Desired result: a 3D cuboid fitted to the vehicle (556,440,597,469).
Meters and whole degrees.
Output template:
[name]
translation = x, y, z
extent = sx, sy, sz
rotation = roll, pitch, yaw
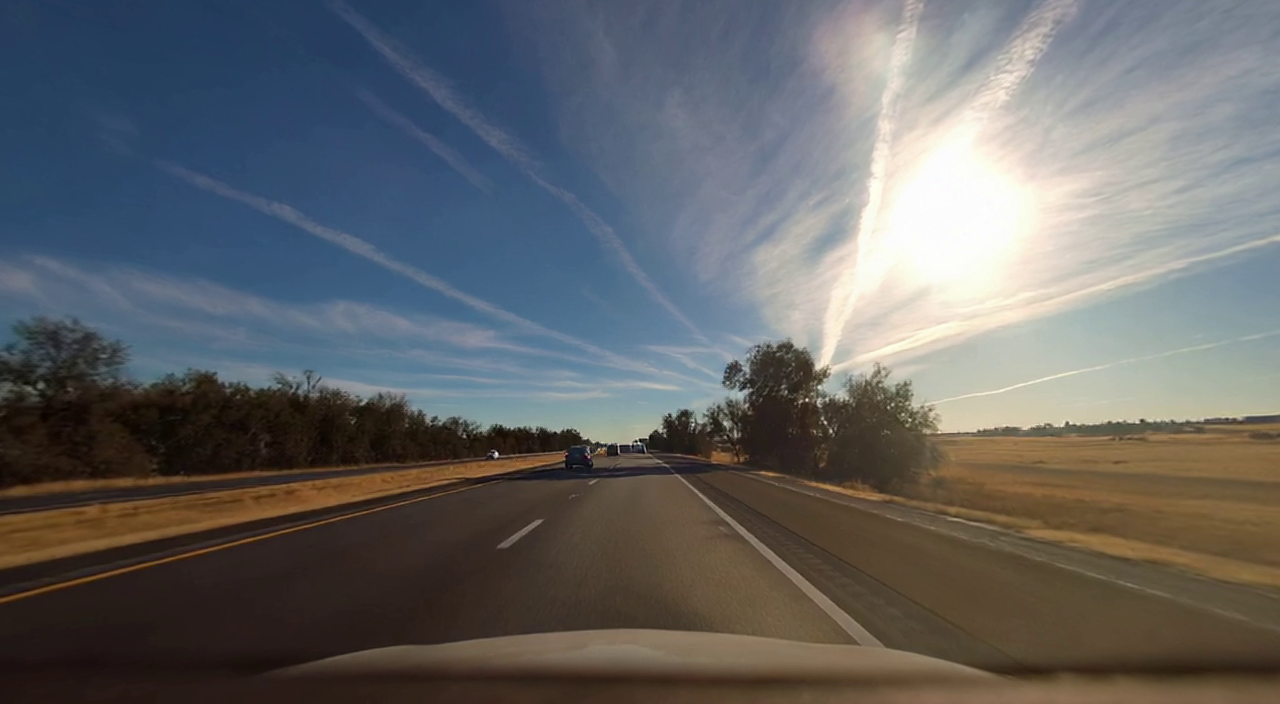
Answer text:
[vehicle]
translation = -3.973, 6.539, 40.257
extent = 2.132, 1.701, 4.303
rotation = 0, -9, 0
